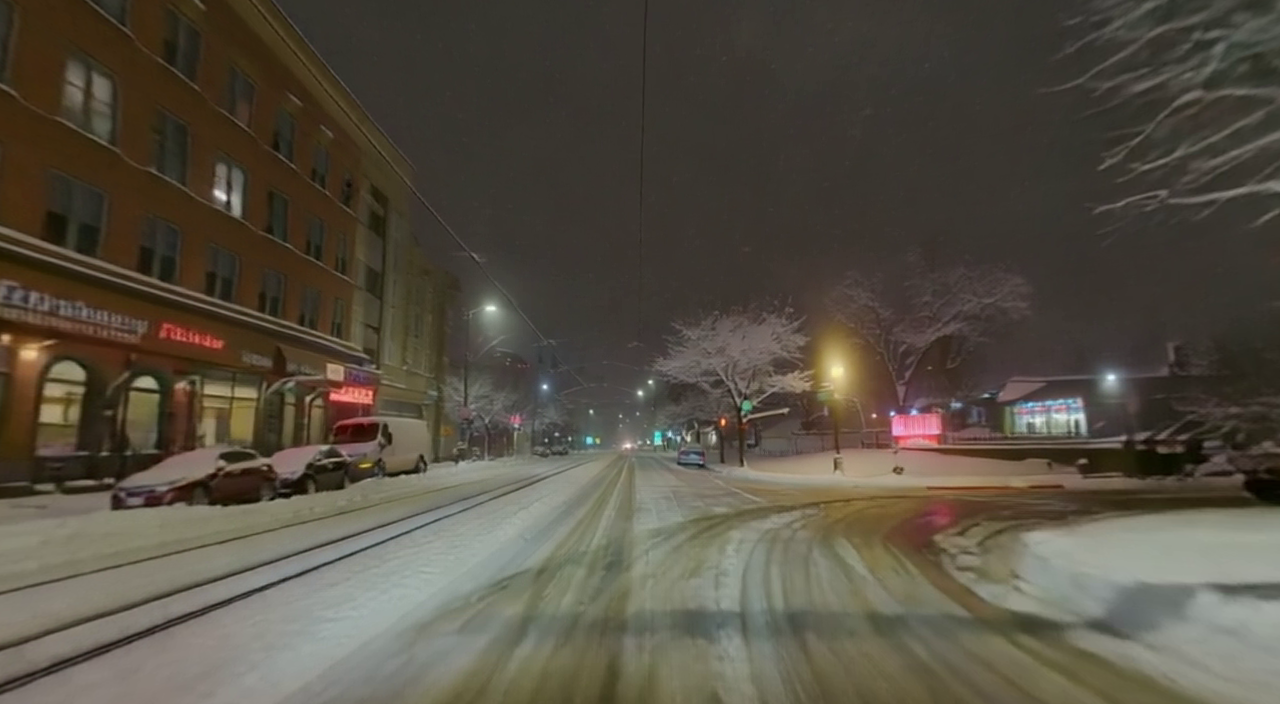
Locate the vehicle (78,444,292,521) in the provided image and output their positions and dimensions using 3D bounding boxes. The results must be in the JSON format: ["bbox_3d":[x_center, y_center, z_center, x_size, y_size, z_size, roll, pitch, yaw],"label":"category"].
[{"bbox_3d":[-10.066,2.862,14.436,1.897,1.464,4.209,1,-8,-3],"label":"vehicle"}]

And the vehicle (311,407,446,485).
[{"bbox_3d":[-10.590,3.926,26.553,2.378,2.765,7.920,0,-8,-1],"label":"vehicle"}]

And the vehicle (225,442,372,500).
[{"bbox_3d":[-10.169,3.539,19.282,1.789,1.484,4.916,-1,-8,0],"label":"vehicle"}]

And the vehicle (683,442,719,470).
[{"bbox_3d":[3.593,6.144,37.510,1.819,1.546,3.681,0,-8,1],"label":"vehicle"}]
